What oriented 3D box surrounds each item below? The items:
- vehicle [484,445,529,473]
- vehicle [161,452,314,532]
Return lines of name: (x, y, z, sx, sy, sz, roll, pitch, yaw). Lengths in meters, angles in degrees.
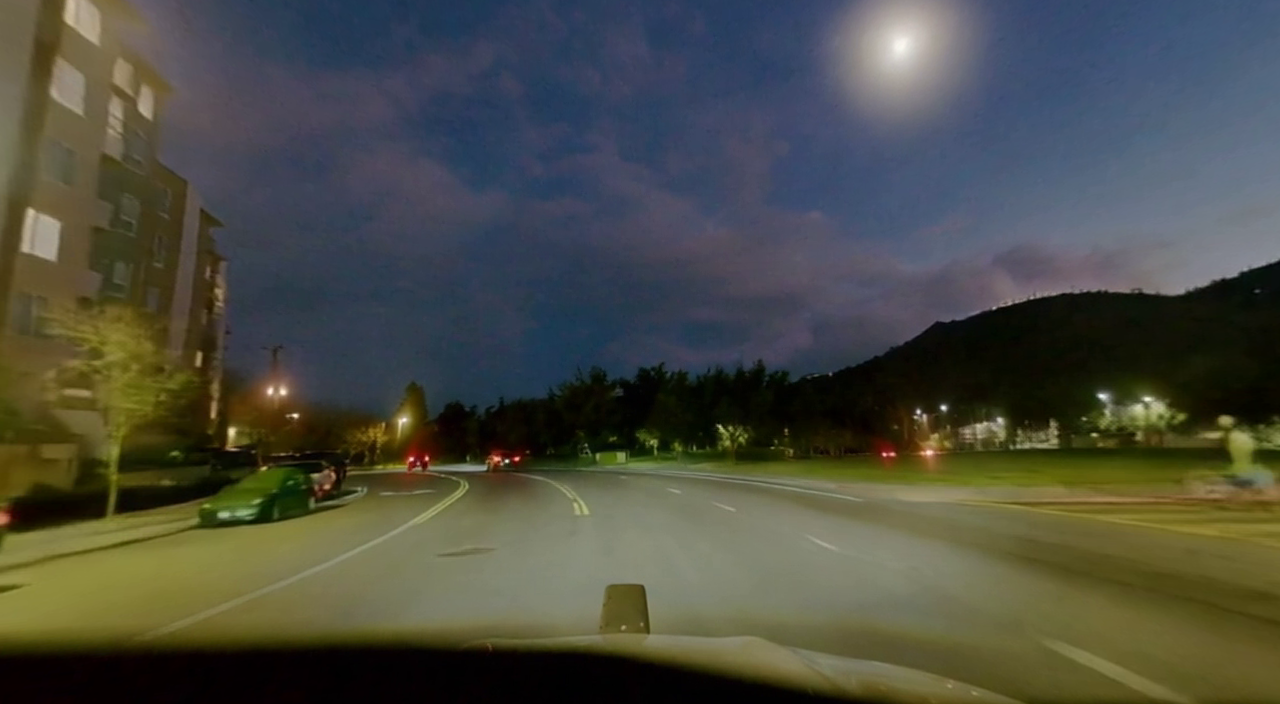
vehicle: (-9.153, 7.238, 42.900, 2.000, 1.809, 4.405, 4, -9, -25)
vehicle: (-10.040, 3.442, 16.160, 1.908, 1.602, 4.279, -1, -8, -13)
